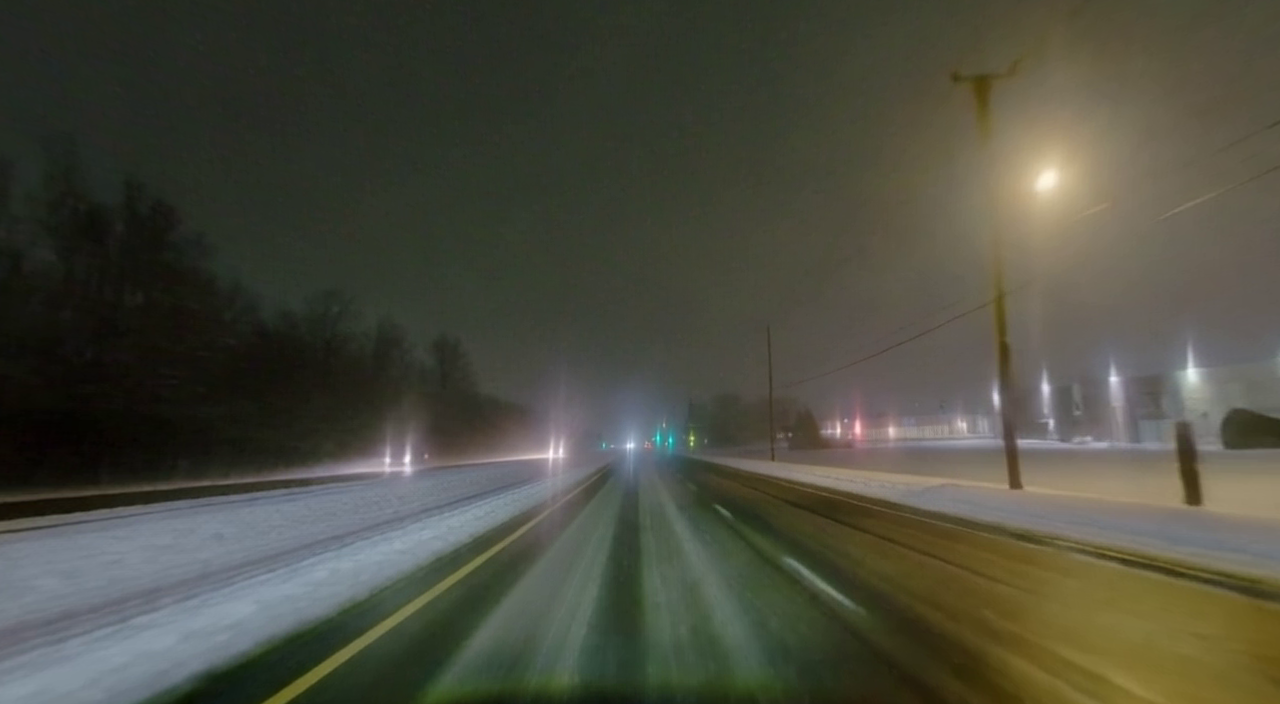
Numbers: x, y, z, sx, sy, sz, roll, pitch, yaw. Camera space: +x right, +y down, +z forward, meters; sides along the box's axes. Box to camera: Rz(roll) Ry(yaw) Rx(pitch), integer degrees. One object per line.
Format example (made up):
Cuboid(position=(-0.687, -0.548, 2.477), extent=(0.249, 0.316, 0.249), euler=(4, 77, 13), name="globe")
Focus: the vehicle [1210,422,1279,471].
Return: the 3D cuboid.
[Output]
Cuboid(position=(44.516, 6.621, 44.643), extent=(5.979, 3.184, 2.522), euler=(-1, -9, -9), name="vehicle")
